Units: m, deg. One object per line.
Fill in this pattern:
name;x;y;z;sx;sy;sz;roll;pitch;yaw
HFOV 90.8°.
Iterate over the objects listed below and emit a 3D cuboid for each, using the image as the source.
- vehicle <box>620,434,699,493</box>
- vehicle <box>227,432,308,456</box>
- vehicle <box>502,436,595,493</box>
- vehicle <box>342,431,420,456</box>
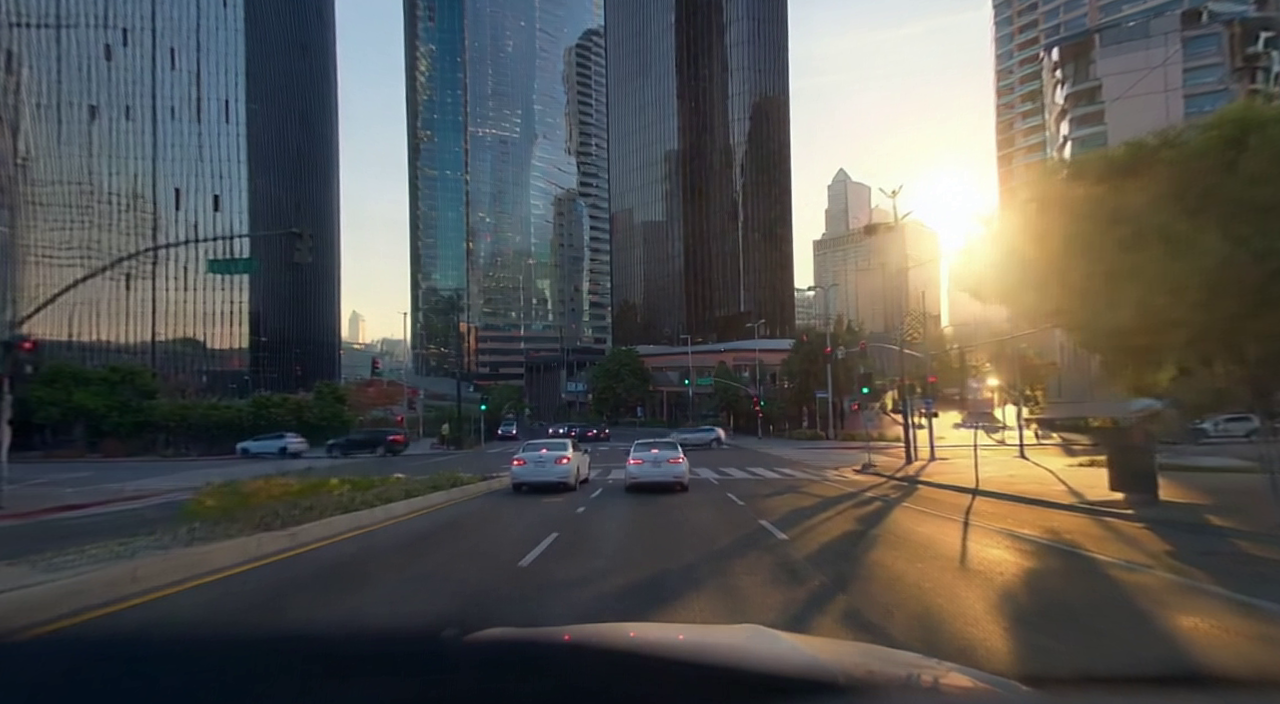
vehicle;0.515;3.132;18.011;2.016;1.478;3.795;0;-8;1
vehicle;-26.688;6.602;45.426;4.410;1.656;2.302;2;-9;-12
vehicle;-2.584;3.317;19.077;1.995;1.479;4.627;0;-8;2
vehicle;-17.898;6.342;43.813;4.694;1.677;1.847;2;-9;-12
